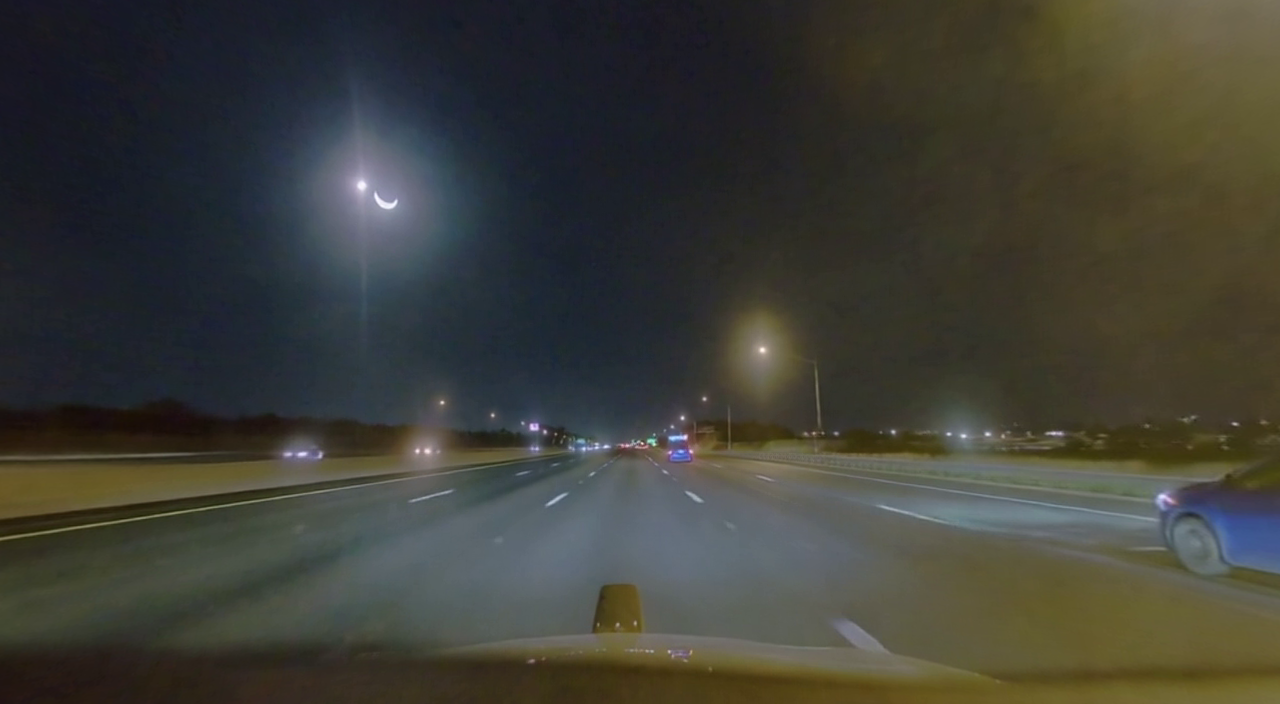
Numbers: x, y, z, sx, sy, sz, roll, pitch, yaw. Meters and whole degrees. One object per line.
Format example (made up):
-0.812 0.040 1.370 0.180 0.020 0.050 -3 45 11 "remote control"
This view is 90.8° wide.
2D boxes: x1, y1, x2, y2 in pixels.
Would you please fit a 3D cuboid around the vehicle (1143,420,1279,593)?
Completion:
6.824 1.221 4.572 2.227 1.522 5.041 0 -8 0 "vehicle"

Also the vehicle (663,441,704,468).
2.701 6.483 40.212 2.270 1.615 3.770 0 -8 -2 "vehicle"
